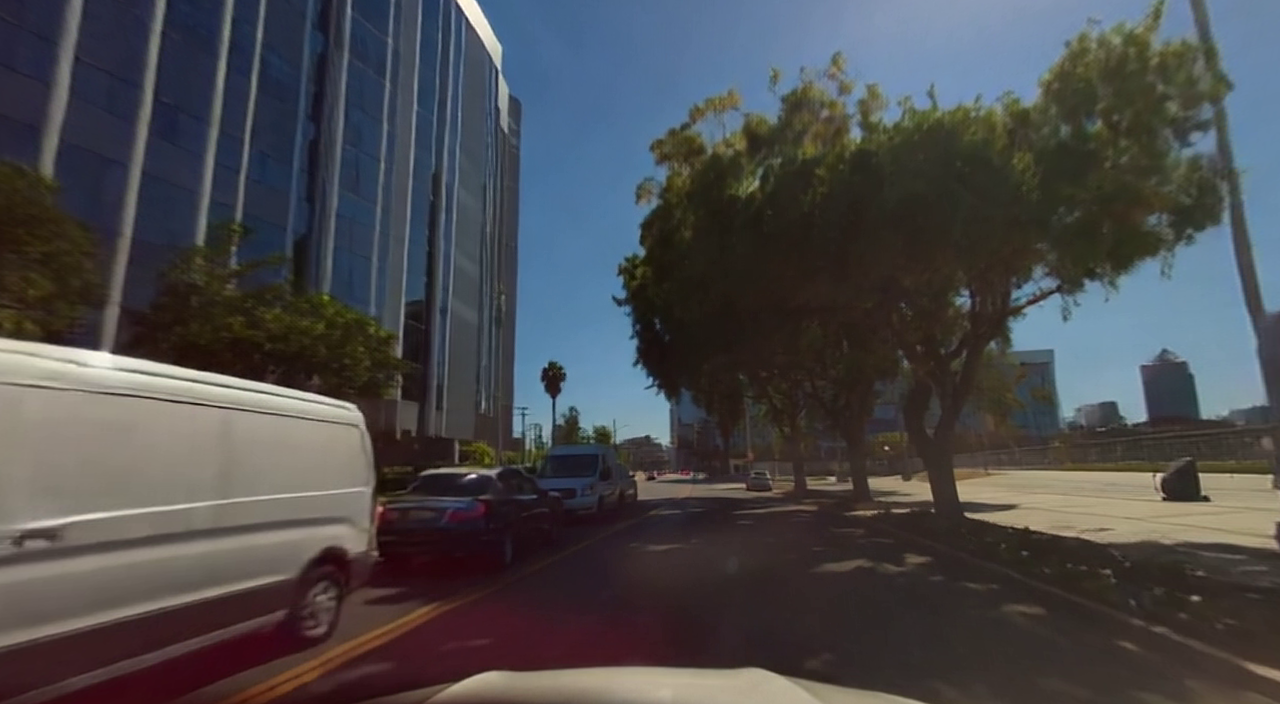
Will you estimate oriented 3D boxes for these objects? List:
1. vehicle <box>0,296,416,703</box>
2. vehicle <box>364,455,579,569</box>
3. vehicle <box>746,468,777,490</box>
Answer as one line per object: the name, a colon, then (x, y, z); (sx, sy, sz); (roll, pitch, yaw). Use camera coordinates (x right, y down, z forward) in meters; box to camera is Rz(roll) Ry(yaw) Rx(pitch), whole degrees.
vehicle: (-3.556, 0.970, 3.479); (2.104, 2.013, 5.252); (-3, -11, 8)
vehicle: (-2.549, 2.618, 10.954); (1.853, 1.495, 4.632); (-3, -11, 9)
vehicle: (8.576, 9.004, 44.835); (1.899, 1.470, 3.666); (-1, -10, 7)
